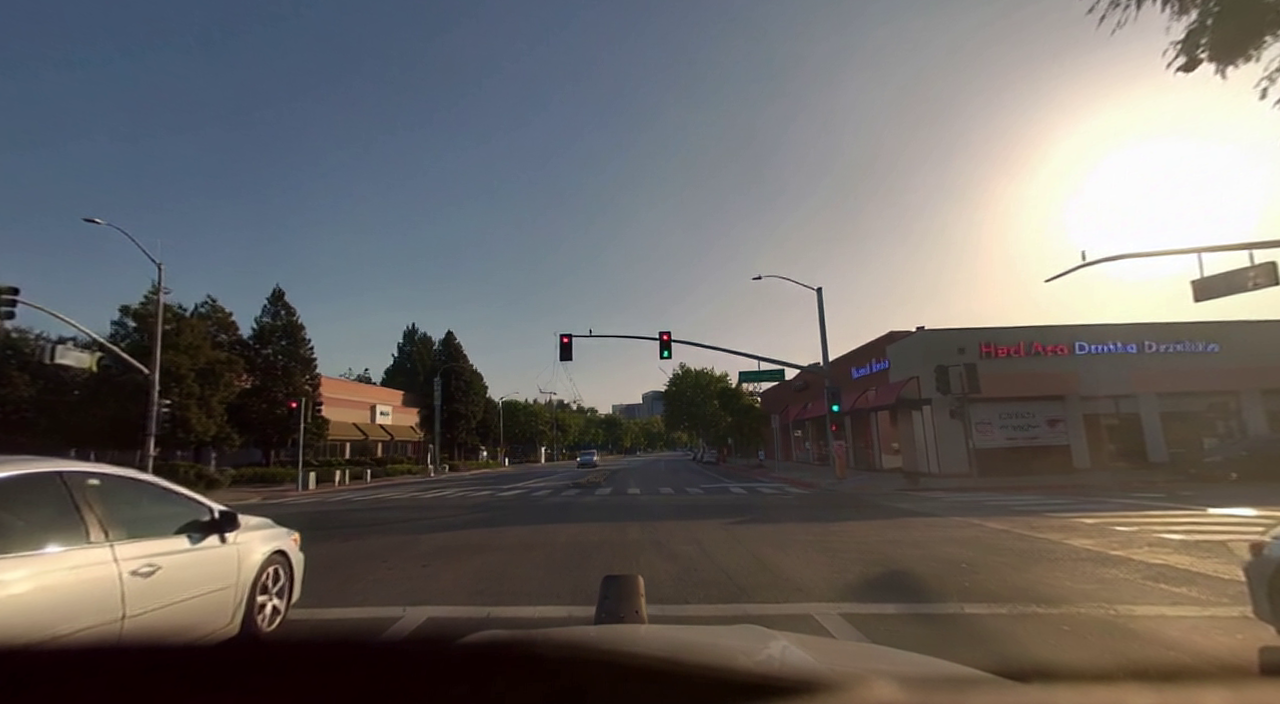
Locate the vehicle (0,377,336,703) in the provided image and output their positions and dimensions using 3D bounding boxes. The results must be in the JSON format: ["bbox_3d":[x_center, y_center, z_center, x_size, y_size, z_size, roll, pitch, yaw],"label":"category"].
[{"bbox_3d":[-3.501,0.990,2.943,1.947,1.627,4.248,0,-9,1],"label":"vehicle"}]
